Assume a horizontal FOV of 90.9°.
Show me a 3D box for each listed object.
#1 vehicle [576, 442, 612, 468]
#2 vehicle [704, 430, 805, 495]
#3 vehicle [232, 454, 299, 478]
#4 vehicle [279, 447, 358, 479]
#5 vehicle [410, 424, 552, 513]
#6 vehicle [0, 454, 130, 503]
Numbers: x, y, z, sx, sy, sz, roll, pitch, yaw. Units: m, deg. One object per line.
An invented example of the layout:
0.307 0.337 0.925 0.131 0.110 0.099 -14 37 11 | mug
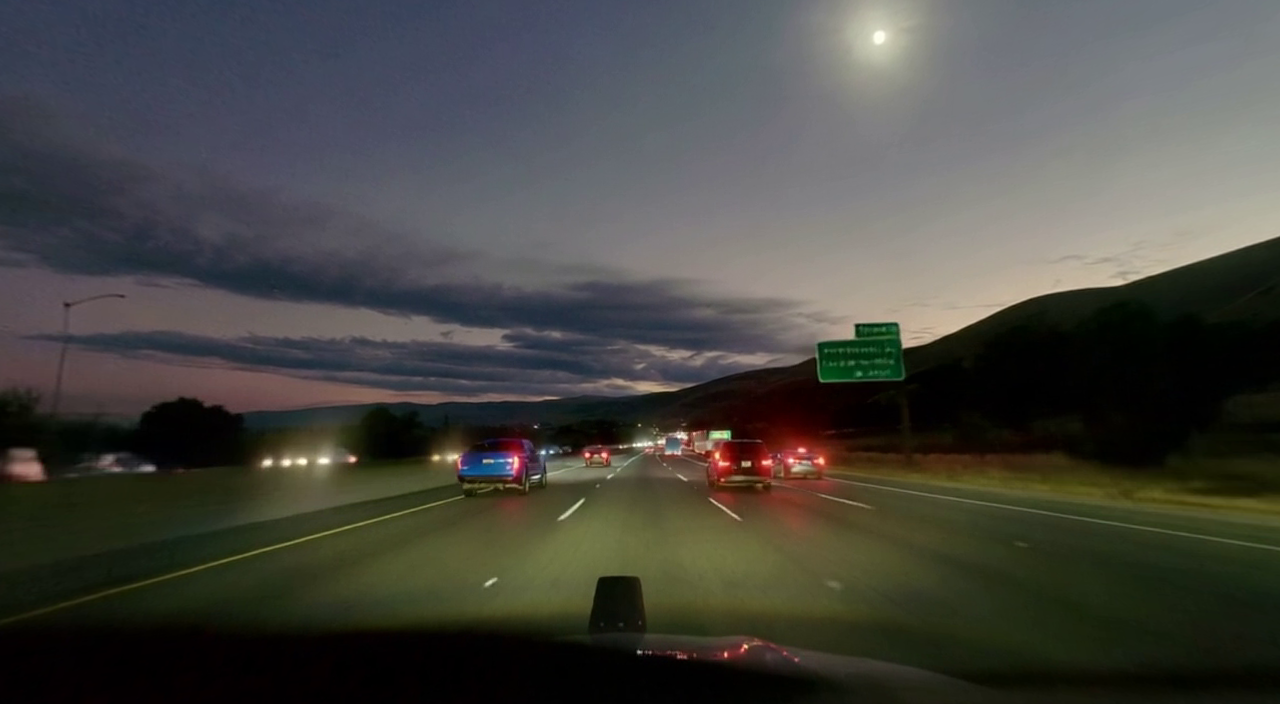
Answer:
-3.310 7.500 46.062 2.235 1.785 4.386 -1 -8 1 | vehicle
3.818 3.801 22.257 2.424 1.952 5.611 0 -8 -1 | vehicle
-25.569 7.775 43.233 1.850 1.478 4.595 0 -8 -1 | vehicle
-17.463 6.034 34.528 1.948 1.576 4.501 0 -8 1 | vehicle
-3.736 2.845 16.033 2.227 1.853 5.161 0 -8 1 | vehicle
-21.175 4.435 22.581 1.873 1.490 4.725 0 -8 0 | vehicle
